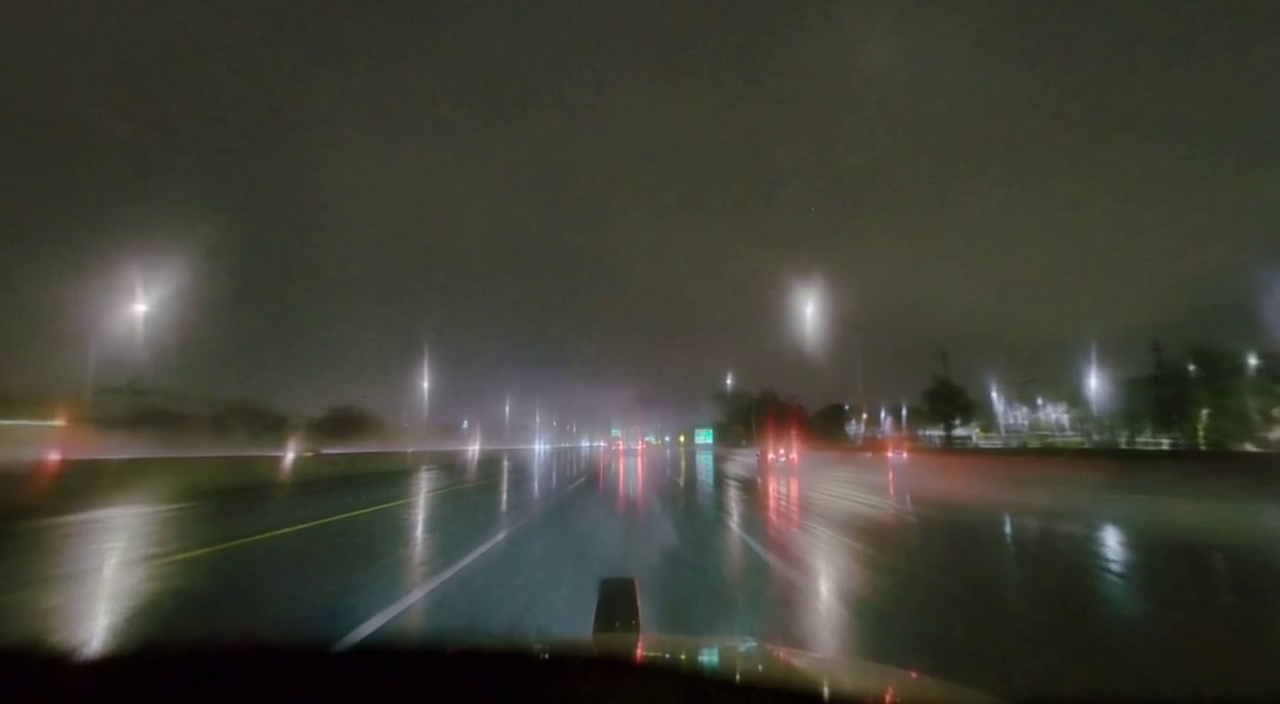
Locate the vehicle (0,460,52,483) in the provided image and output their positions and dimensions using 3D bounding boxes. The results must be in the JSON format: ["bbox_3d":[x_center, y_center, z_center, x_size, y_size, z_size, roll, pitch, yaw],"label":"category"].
[{"bbox_3d":[-42.580,8.066,42.649,1.756,1.437,4.174,0,-9,0],"label":"vehicle"}]
